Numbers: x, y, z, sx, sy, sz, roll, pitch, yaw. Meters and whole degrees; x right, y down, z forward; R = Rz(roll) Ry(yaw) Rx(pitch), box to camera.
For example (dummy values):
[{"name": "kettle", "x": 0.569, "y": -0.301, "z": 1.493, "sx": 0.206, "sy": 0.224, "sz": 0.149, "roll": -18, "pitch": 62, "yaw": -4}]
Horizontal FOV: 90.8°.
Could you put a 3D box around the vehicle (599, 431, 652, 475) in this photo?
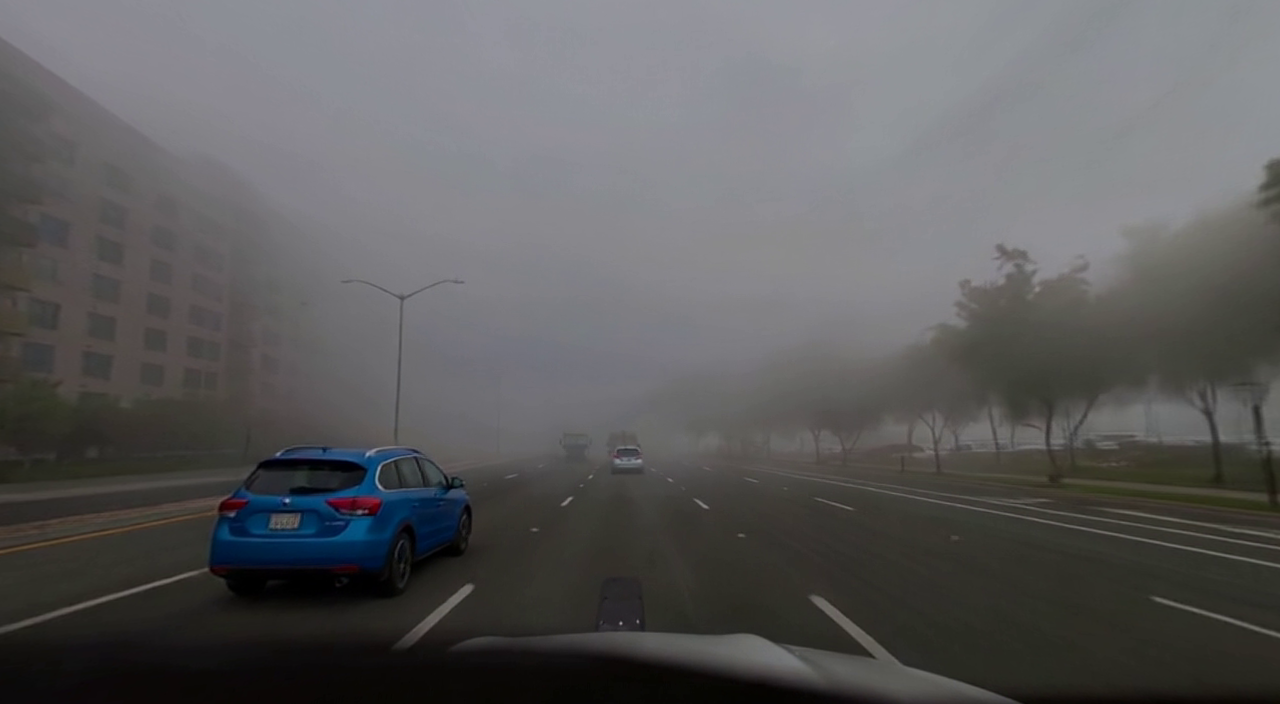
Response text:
[{"name": "vehicle", "x": -0.732, "y": 4.724, "z": 29.631, "sx": 2.260, "sy": 1.872, "sz": 4.578, "roll": 0, "pitch": -9, "yaw": -3}]

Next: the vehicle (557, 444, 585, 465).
[{"name": "vehicle", "x": -5.015, "y": 7.457, "z": 46.258, "sx": 1.904, "sy": 1.460, "sz": 4.300, "roll": 0, "pitch": -9, "yaw": -4}]
